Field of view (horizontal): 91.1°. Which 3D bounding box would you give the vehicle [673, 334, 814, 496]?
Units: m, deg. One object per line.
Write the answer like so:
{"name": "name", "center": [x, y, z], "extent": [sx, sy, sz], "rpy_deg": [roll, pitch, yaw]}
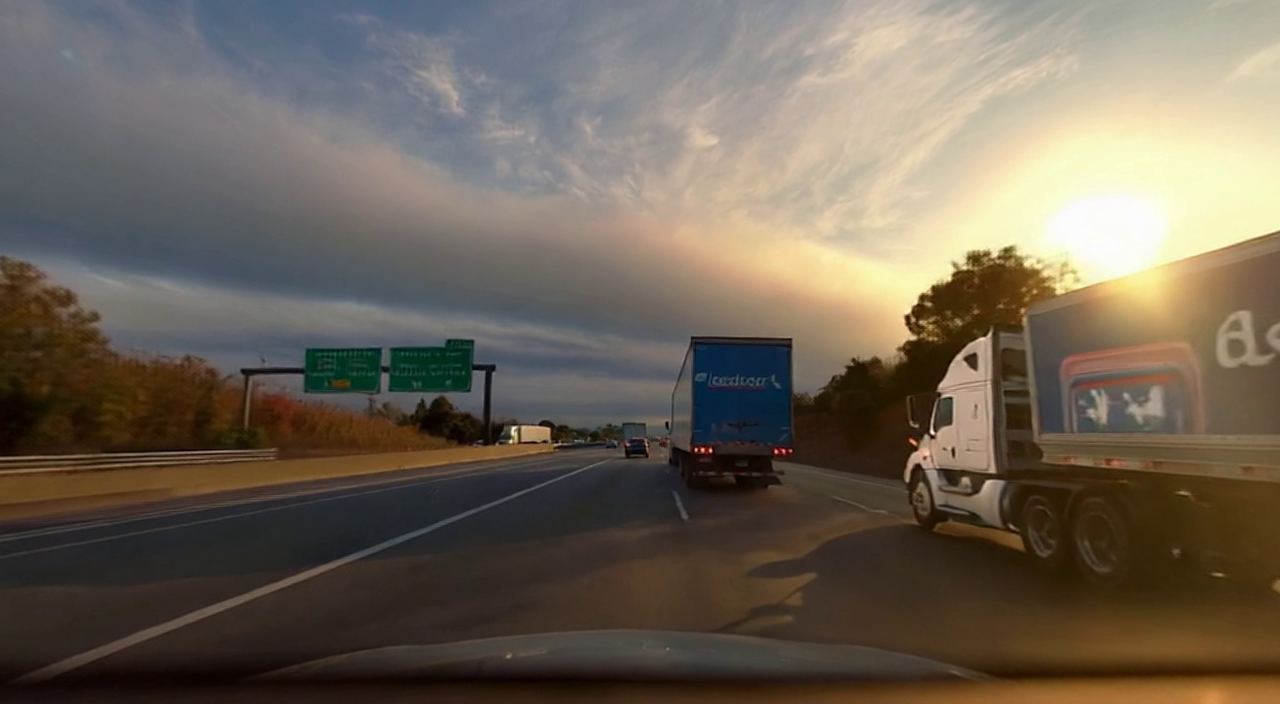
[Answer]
{"name": "vehicle", "center": [2.724, 2.139, 20.082], "extent": [2.920, 3.860, 10.035], "rpy_deg": [0, -8, 1]}
